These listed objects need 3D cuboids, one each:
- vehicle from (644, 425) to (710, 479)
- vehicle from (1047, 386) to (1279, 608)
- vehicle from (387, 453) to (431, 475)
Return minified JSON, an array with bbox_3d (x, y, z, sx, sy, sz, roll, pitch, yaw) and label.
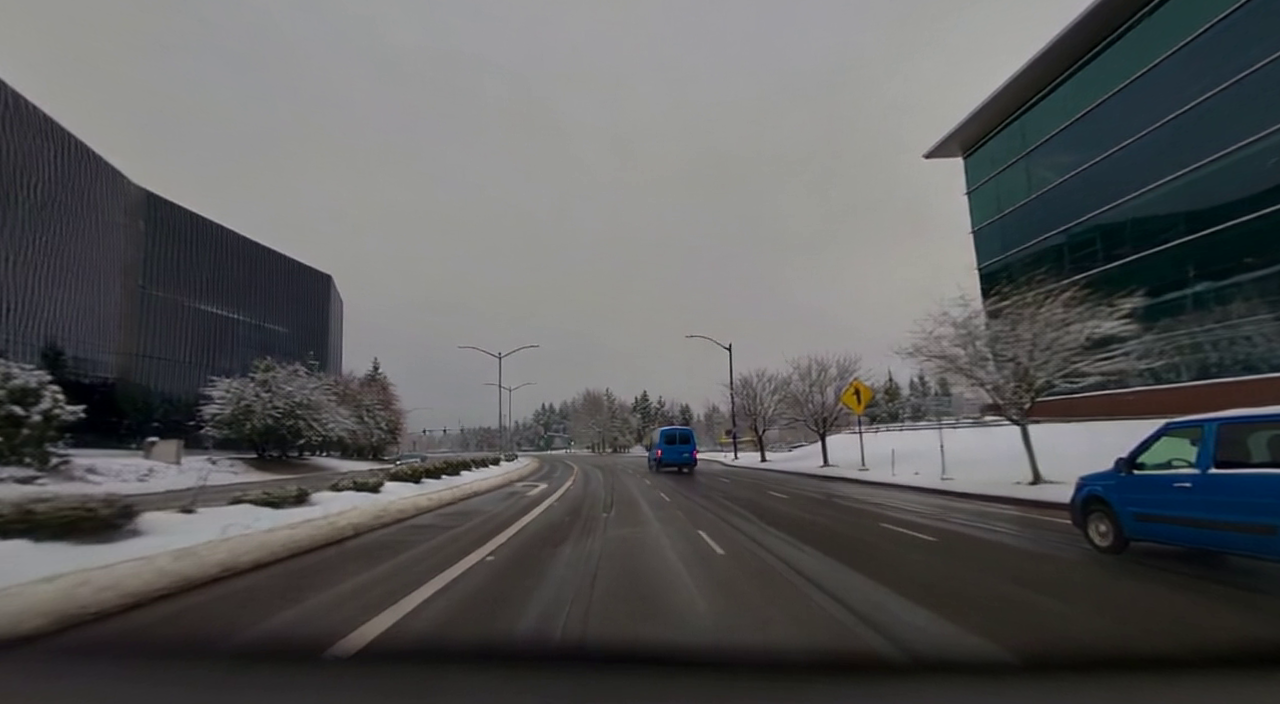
[{"bbox_3d":[1.596,4.597,29.182,2.339,2.244,4.817,1,-9,-5],"label":"vehicle"},{"bbox_3d":[6.004,1.196,5.351,1.992,1.726,4.434,0,-8,-2],"label":"vehicle"},{"bbox_3d":[-16.947,8.190,46.384,1.893,1.447,4.581,1,-9,-6],"label":"vehicle"}]
